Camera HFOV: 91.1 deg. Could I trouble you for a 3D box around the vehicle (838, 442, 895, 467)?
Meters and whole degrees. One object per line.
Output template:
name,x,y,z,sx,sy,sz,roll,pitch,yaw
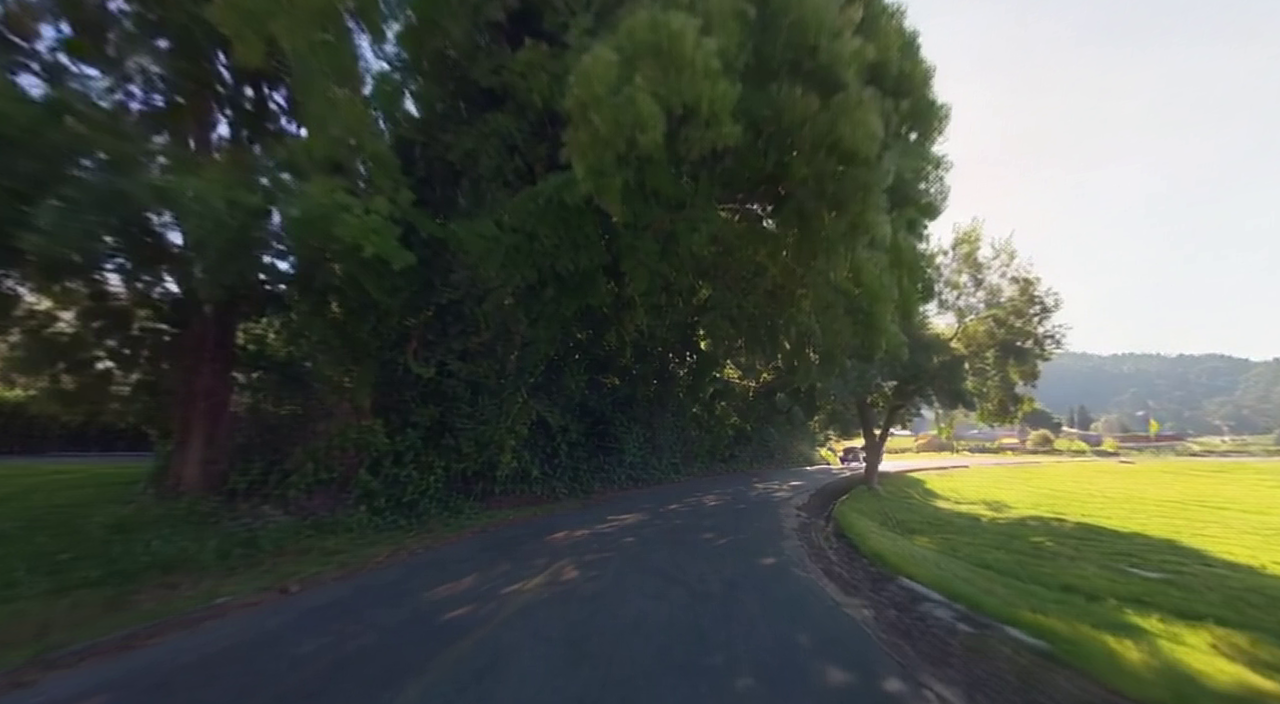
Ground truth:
vehicle,17.081,7.698,47.227,4.257,1.789,1.988,7,-10,-37
